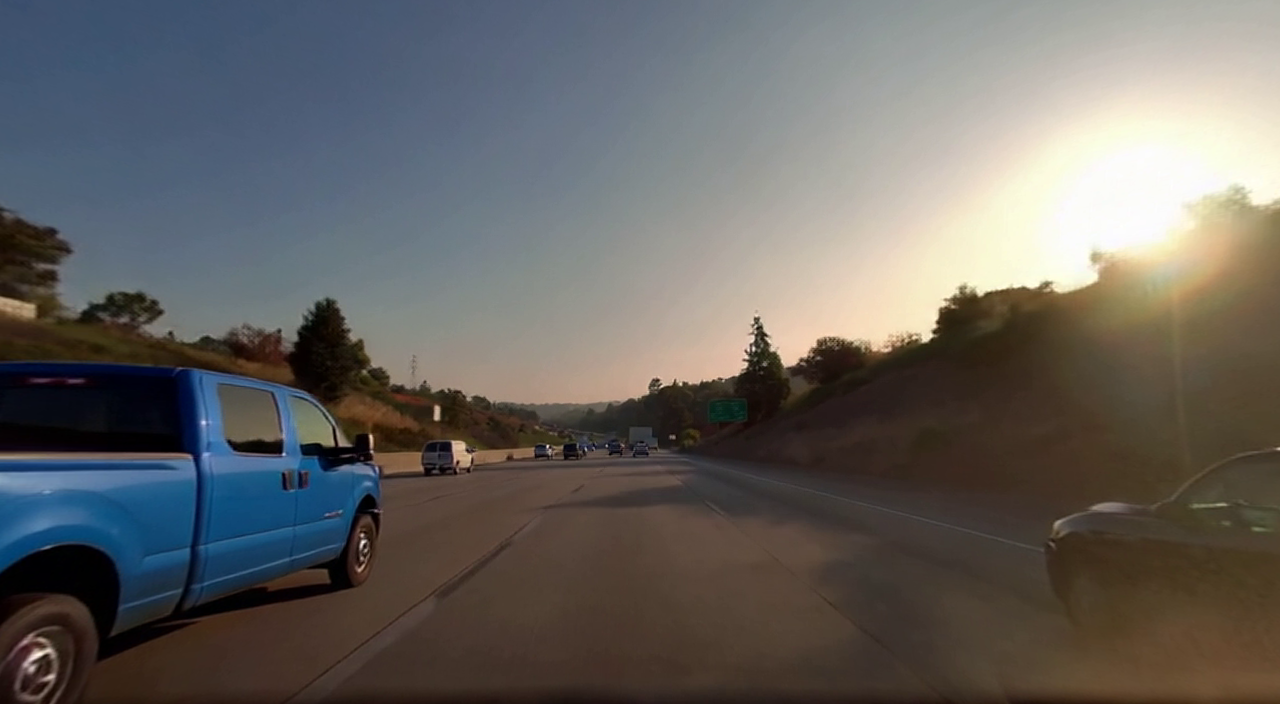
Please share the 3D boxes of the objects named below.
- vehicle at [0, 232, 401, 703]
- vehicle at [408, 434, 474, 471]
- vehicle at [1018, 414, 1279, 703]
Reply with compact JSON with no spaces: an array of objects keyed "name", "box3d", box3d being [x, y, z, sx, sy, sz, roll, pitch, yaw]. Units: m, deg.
[{"name":"vehicle","box3d":[-3.566,0.723,2.932,2.483,2.100,6.208,0,-9,0]},{"name":"vehicle","box3d":[-10.952,5.562,35.176,2.012,1.875,4.895,0,-9,1]},{"name":"vehicle","box3d":[4.185,1.036,2.834,2.047,1.524,4.619,0,-9,-1]}]
